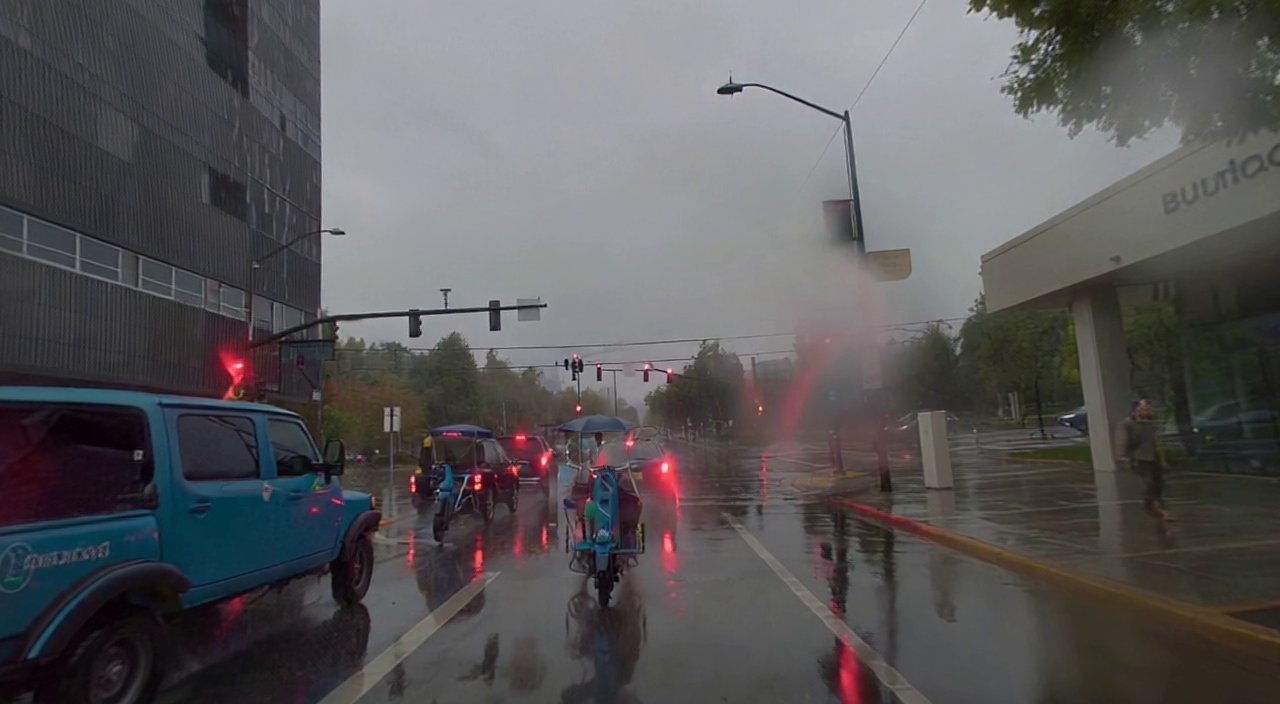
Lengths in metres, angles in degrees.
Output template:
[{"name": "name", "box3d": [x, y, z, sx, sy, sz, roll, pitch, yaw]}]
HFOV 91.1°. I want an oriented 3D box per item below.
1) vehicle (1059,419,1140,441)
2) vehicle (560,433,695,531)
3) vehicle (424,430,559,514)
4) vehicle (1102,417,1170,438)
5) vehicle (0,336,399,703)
[{"name": "vehicle", "box3d": [30.737, 5.269, 42.088, 1.751, 1.420, 4.027, 8, -12, -43]}, {"name": "vehicle", "box3d": [-0.162, 2.258, 11.524, 2.025, 1.458, 4.085, 0, -8, 1]}, {"name": "vehicle", "box3d": [-3.179, 2.660, 14.374, 1.935, 1.615, 4.073, -1, -8, 2]}, {"name": "vehicle", "box3d": [36.764, 5.603, 46.560, 1.625, 1.449, 3.557, 6, -11, -38]}, {"name": "vehicle", "box3d": [-3.606, 1.131, 4.447, 2.000, 1.809, 4.405, 0, -8, 0]}]
